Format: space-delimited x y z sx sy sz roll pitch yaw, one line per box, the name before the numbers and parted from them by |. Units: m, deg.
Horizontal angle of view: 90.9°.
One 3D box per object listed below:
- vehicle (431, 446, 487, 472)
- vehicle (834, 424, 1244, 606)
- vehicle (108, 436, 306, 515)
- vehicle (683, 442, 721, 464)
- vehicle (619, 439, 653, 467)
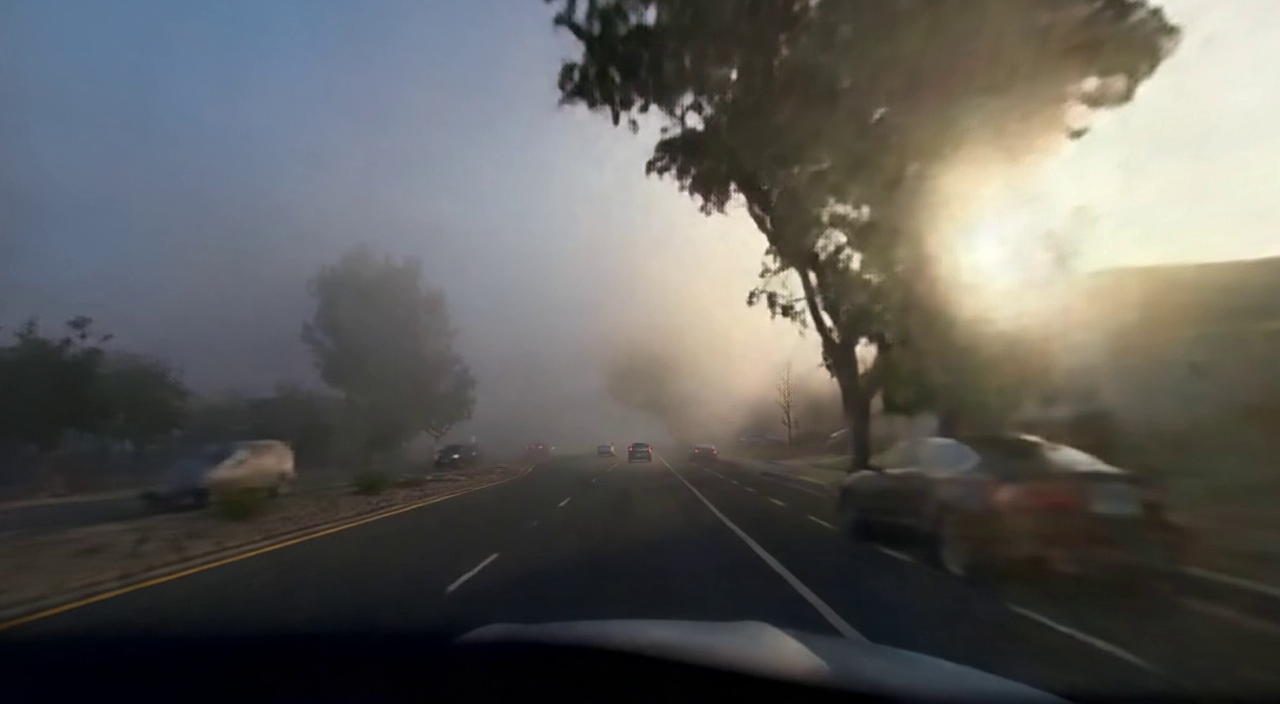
vehicle | -11.338 6.709 39.776 2.003 1.457 4.762 -1 -8 1
vehicle | 4.066 1.712 7.595 2.045 1.517 4.394 0 -8 0
vehicle | -11.073 3.151 16.667 2.007 1.689 4.541 -2 -8 0
vehicle | 4.380 7.206 45.333 2.080 1.469 4.898 0 -8 -1
vehicle | -0.252 6.275 39.357 2.024 1.655 4.301 0 -8 0
